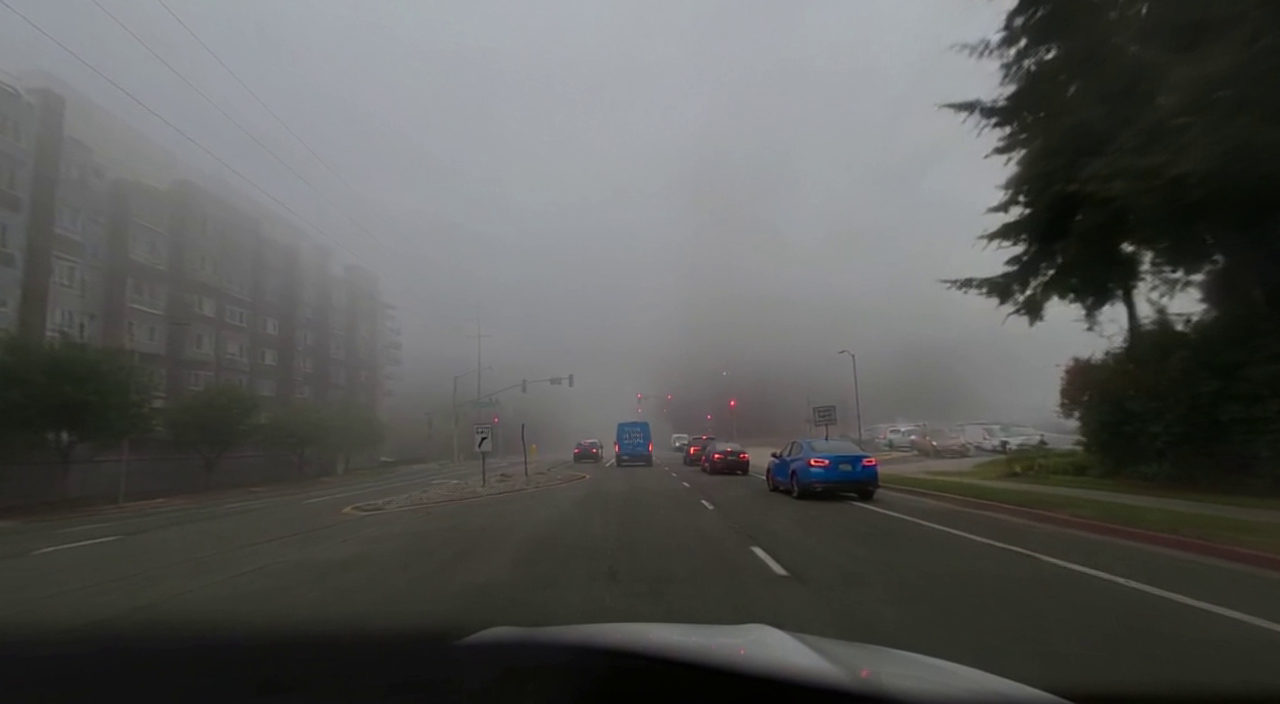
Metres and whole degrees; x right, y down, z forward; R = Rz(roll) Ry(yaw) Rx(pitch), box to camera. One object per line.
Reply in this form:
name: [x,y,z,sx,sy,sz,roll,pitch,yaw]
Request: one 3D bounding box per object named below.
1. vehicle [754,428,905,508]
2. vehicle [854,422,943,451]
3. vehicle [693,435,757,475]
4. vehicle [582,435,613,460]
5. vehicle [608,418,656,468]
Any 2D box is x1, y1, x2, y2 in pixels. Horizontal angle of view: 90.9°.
vehicle: [4.100,2.601,14.665,1.967,1.506,4.968,0,-8,0]
vehicle: [16.572,5.447,40.602,4.842,1.792,1.963,0,-8,0]
vehicle: [3.412,4.225,26.084,1.951,1.483,4.582,0,-8,-1]
vehicle: [-3.209,7.295,48.133,2.203,1.786,4.249,0,-8,-2]
vehicle: [-0.388,4.960,34.376,2.422,2.488,4.992,0,-8,0]
